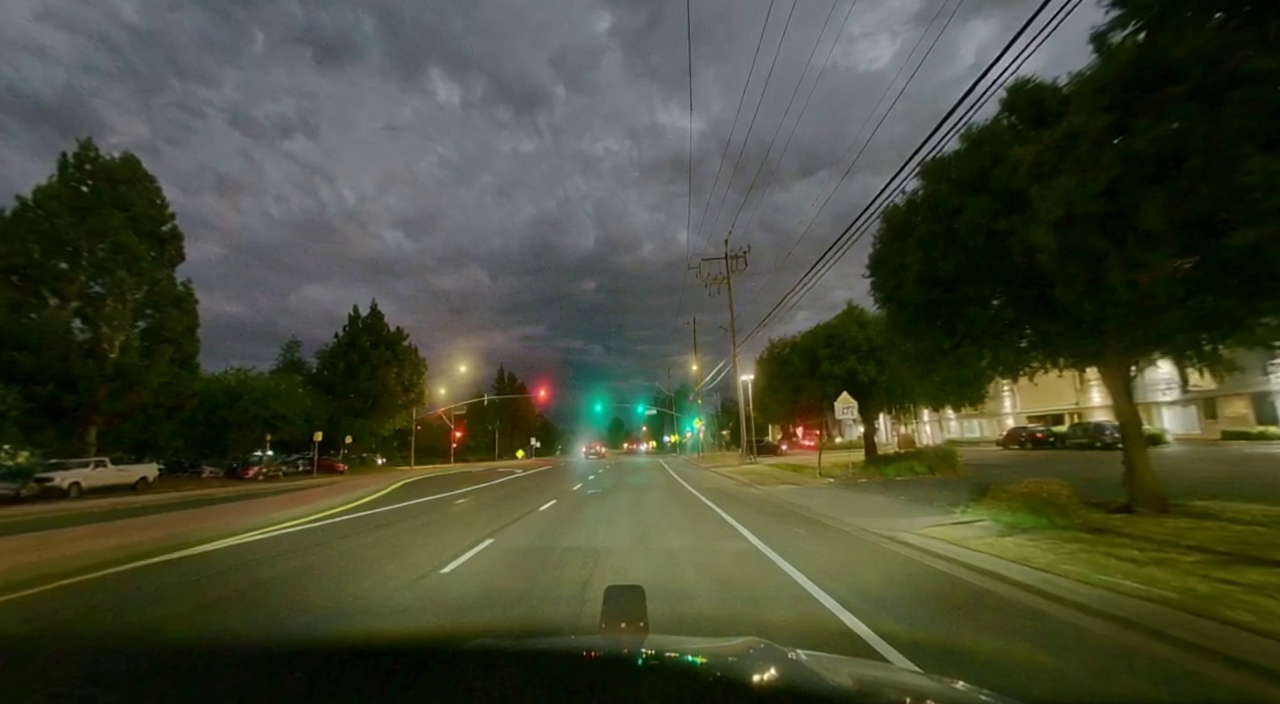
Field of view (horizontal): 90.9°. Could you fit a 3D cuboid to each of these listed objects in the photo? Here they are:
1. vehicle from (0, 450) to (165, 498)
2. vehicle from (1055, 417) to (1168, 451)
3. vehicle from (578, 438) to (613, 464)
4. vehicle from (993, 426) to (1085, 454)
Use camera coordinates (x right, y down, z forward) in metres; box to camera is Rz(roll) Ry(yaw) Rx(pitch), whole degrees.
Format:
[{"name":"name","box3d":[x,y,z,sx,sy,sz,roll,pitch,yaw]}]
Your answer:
[{"name":"vehicle","box3d":[-24.595,5.323,27.849,5.887,1.894,2.329,-2,-9,13]},{"name":"vehicle","box3d":[25.616,4.471,34.348,4.690,1.742,2.008,1,-7,-4]},{"name":"vehicle","box3d":[-3.300,7.466,47.781,2.229,1.821,4.681,0,-8,0]},{"name":"vehicle","box3d":[25.275,5.591,40.051,4.461,1.695,1.999,0,-7,0]}]
